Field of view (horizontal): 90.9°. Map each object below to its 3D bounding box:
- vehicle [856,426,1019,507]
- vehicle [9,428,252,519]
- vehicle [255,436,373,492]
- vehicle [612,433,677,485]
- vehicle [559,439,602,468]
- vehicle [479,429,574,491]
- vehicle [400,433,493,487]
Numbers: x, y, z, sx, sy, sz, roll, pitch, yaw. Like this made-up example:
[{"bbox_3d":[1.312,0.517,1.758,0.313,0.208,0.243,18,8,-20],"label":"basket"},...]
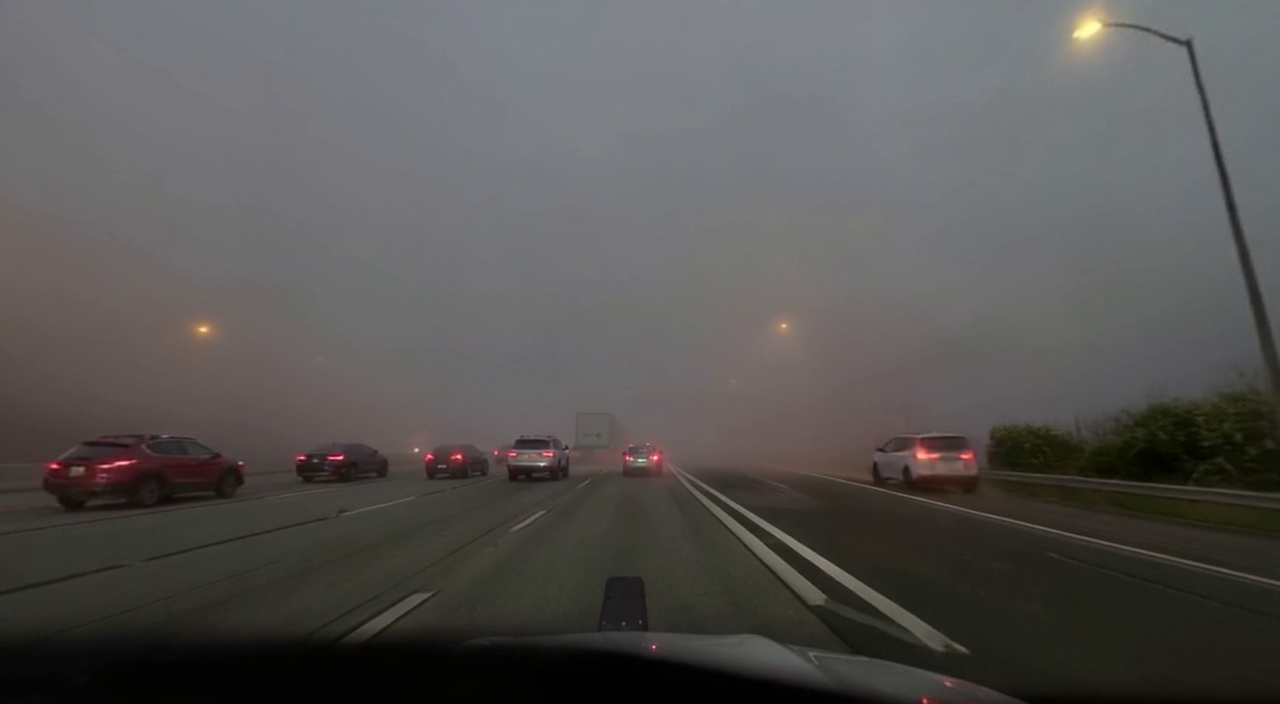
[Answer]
[{"bbox_3d":[7.153,2.795,15.817,2.026,1.718,4.522,0,-8,3],"label":"vehicle"},{"bbox_3d":[-11.192,2.668,14.389,1.871,1.747,4.342,0,-8,0],"label":"vehicle"},{"bbox_3d":[-10.939,3.760,21.521,1.863,1.696,3.885,0,-8,1],"label":"vehicle"},{"bbox_3d":[0.159,3.870,23.153,2.180,1.716,3.920,0,-8,1],"label":"vehicle"},{"bbox_3d":[-3.656,6.335,39.524,2.243,1.683,4.178,0,-8,1],"label":"vehicle"},{"bbox_3d":[-3.582,3.515,20.815,2.125,1.792,4.466,0,-8,2],"label":"vehicle"},{"bbox_3d":[-6.922,3.915,23.119,1.998,1.770,4.222,0,-8,1],"label":"vehicle"}]
